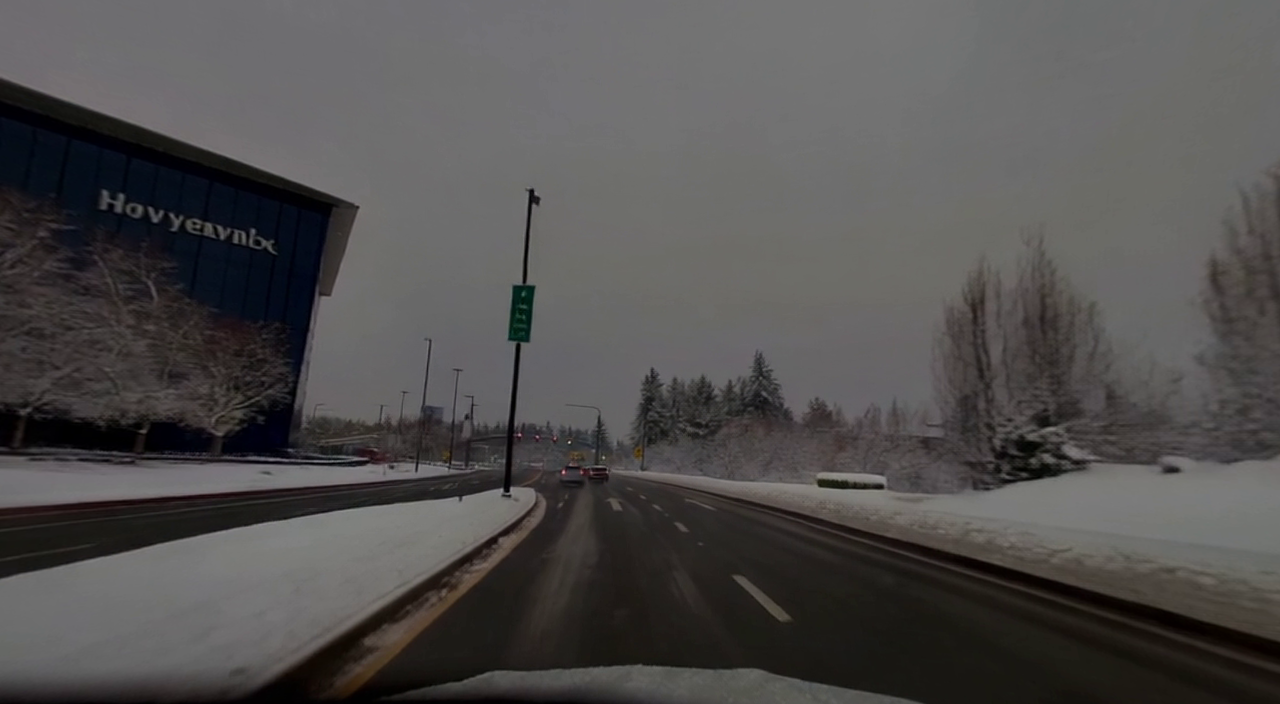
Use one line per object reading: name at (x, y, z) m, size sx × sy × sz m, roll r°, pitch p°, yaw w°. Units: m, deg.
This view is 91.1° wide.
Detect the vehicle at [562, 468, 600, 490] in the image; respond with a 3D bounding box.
vehicle at (-3.485, 7.417, 36.850) m, size 1.775 × 1.186 × 2.933 m, roll 3°, pitch -11°, yaw -13°
